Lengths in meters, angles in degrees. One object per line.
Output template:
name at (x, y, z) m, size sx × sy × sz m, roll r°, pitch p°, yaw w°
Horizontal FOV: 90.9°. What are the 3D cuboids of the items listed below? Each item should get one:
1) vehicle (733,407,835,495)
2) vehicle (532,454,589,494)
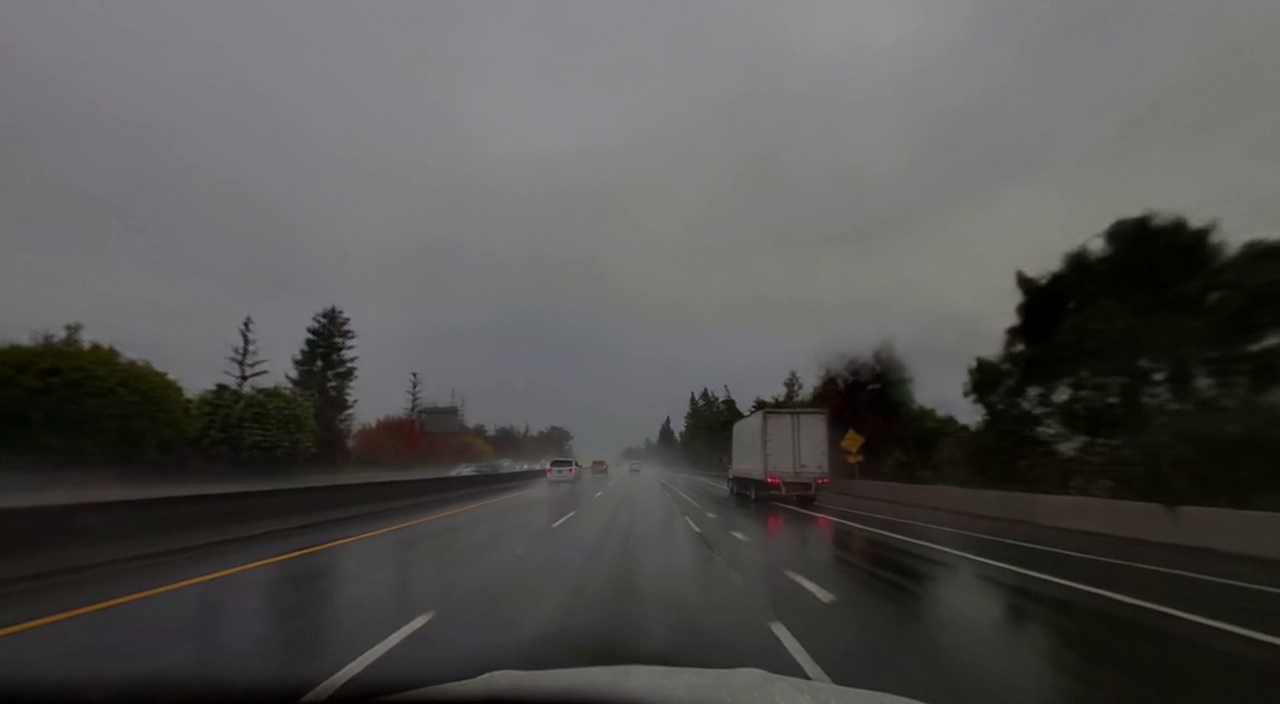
vehicle at (7.415, 5.623, 34.143) m, size 3.235 × 4.088 × 9.243 m, roll 1°, pitch -12°, yaw 0°
vehicle at (-4.016, 6.307, 32.669) m, size 2.272 × 1.873 × 4.832 m, roll 1°, pitch -11°, yaw 0°
